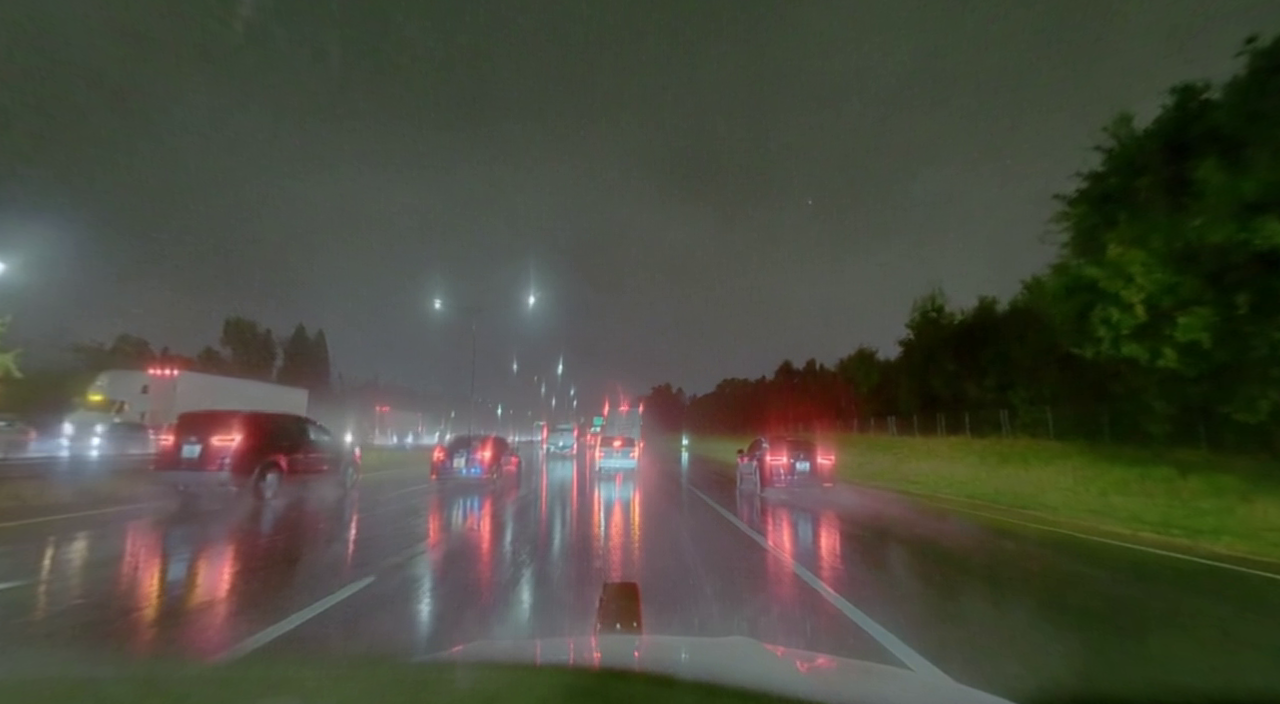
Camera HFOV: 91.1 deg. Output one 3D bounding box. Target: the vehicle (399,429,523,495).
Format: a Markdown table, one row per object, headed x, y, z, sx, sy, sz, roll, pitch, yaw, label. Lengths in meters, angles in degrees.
| x | y | z | sx | sy | sz | roll | pitch | yaw | label |
| --- | --- | --- | --- | --- | --- | --- | --- | --- | --- |
| -4.503 | 2.821 | 16.614 | 2.046 | 1.493 | 4.384 | 0 | -8 | -1 | vehicle |

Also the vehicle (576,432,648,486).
| x | y | z | sx | sy | sz | roll | pitch | yaw | label |
| --- | --- | --- | --- | --- | --- | --- | --- | --- | --- |
| -0.826 | 3.184 | 19.123 | 1.980 | 1.478 | 3.758 | 0 | -8 | -2 | vehicle |

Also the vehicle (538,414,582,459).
| x | y | z | sx | sy | sz | roll | pitch | yaw | label |
| --- | --- | --- | --- | --- | --- | --- | --- | --- | --- |
| -5.041 | 5.418 | 40.475 | 2.303 | 2.610 | 6.579 | 0 | -8 | -3 | vehicle |

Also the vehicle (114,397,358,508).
| x | y | z | sx | sy | sz | roll | pitch | yaw | label |
| --- | --- | --- | --- | --- | --- | --- | --- | --- | --- |
| -8.209 | 2.094 | 13.509 | 2.158 | 1.943 | 4.662 | 0 | -8 | -1 | vehicle |

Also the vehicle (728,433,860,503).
| x | y | z | sx | sy | sz | roll | pitch | yaw | label |
| --- | --- | --- | --- | --- | --- | --- | --- | --- | --- |
| 3.577 | 2.758 | 15.573 | 1.981 | 1.474 | 4.396 | 0 | -8 | -2 | vehicle |
